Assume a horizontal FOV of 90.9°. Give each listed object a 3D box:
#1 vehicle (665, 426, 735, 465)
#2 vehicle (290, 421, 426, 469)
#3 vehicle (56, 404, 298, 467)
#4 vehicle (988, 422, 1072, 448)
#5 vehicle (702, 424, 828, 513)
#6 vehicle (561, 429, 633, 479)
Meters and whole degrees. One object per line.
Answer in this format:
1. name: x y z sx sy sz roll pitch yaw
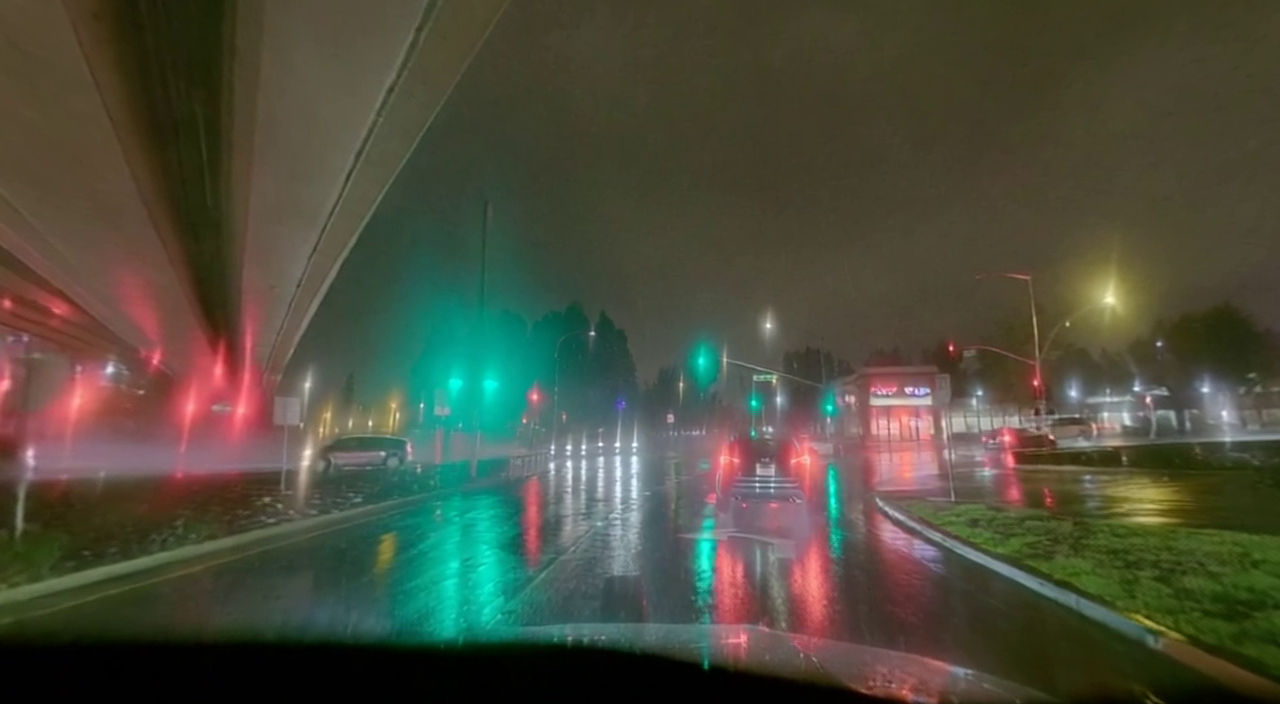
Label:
1. vehicle: 2.452 4.022 27.167 2.332 1.543 4.730 0 -8 -3
2. vehicle: -11.972 3.987 27.075 4.761 1.930 2.175 0 -8 -3
3. vehicle: -31.291 5.852 44.223 3.136 3.659 13.988 -3 -8 21
4. vehicle: 25.008 5.344 40.442 4.755 1.623 2.290 4 -9 -25
5. vehicle: 2.487 2.409 13.543 2.195 1.571 4.353 -1 -8 6
6. vehicle: -1.542 3.471 21.744 2.214 1.519 4.704 1 -8 -6
